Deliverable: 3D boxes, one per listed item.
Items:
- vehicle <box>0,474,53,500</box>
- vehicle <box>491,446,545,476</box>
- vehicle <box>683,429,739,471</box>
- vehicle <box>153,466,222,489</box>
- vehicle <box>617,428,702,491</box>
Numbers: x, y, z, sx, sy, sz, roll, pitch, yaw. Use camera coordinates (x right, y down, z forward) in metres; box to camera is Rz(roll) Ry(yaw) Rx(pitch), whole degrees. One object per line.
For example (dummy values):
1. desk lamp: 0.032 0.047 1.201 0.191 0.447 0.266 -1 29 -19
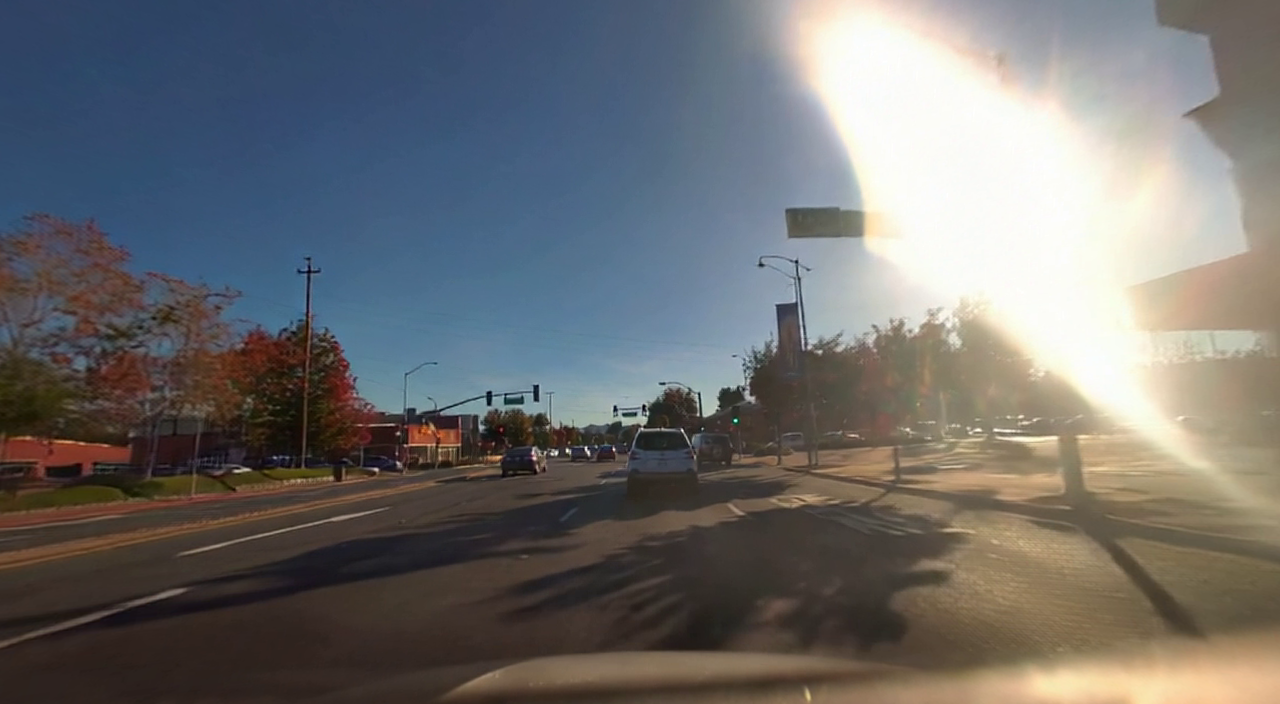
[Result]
1. vehicle: -41.026 8.721 40.714 1.792 1.450 4.553 0 -8 2
2. vehicle: -6.542 5.875 34.332 1.966 1.461 4.422 0 -8 1
3. vehicle: 3.910 5.576 36.102 2.452 2.148 5.877 0 -8 -1
4. vehicle: -33.306 9.239 46.442 4.542 1.475 1.903 -4 -9 22
5. vehicle: 0.555 3.554 21.267 2.513 1.854 5.235 0 -8 -1
